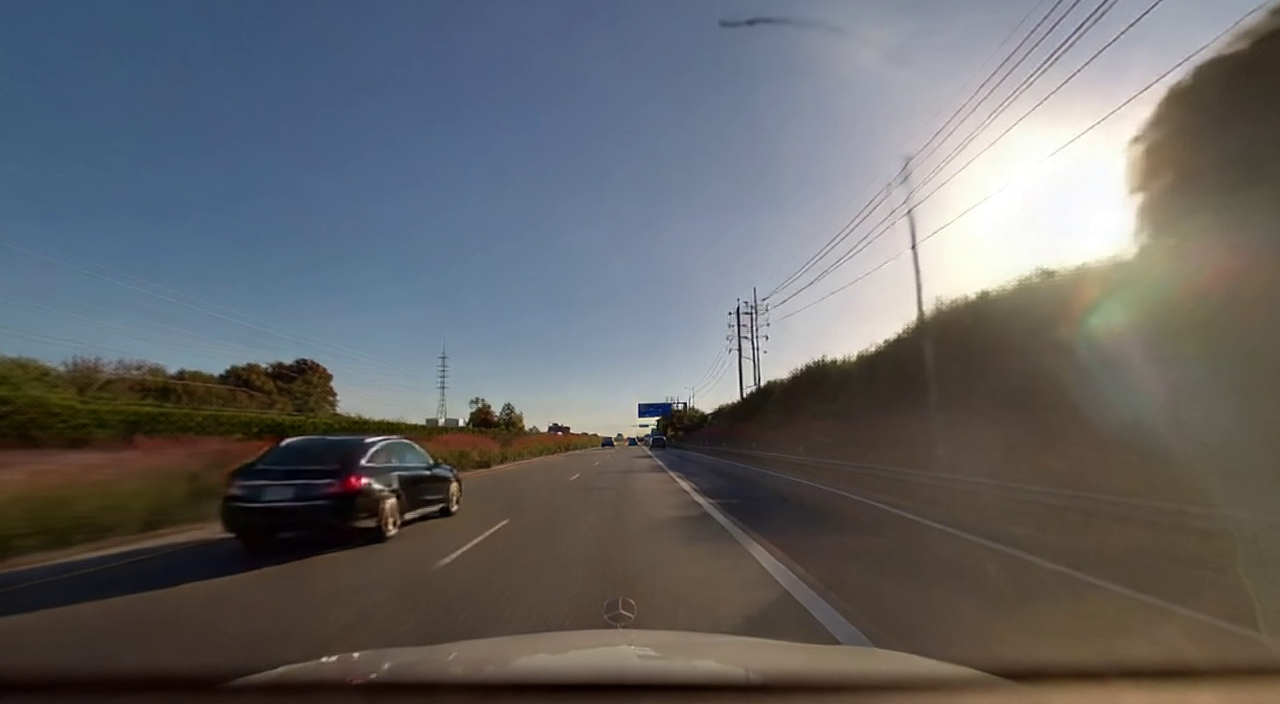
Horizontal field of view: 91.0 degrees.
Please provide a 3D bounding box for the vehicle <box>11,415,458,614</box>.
[{"bbox_3d":[-3.882,1.614,7.412,2.016,1.543,4.870,0,-8,0],"label":"vehicle"}]
